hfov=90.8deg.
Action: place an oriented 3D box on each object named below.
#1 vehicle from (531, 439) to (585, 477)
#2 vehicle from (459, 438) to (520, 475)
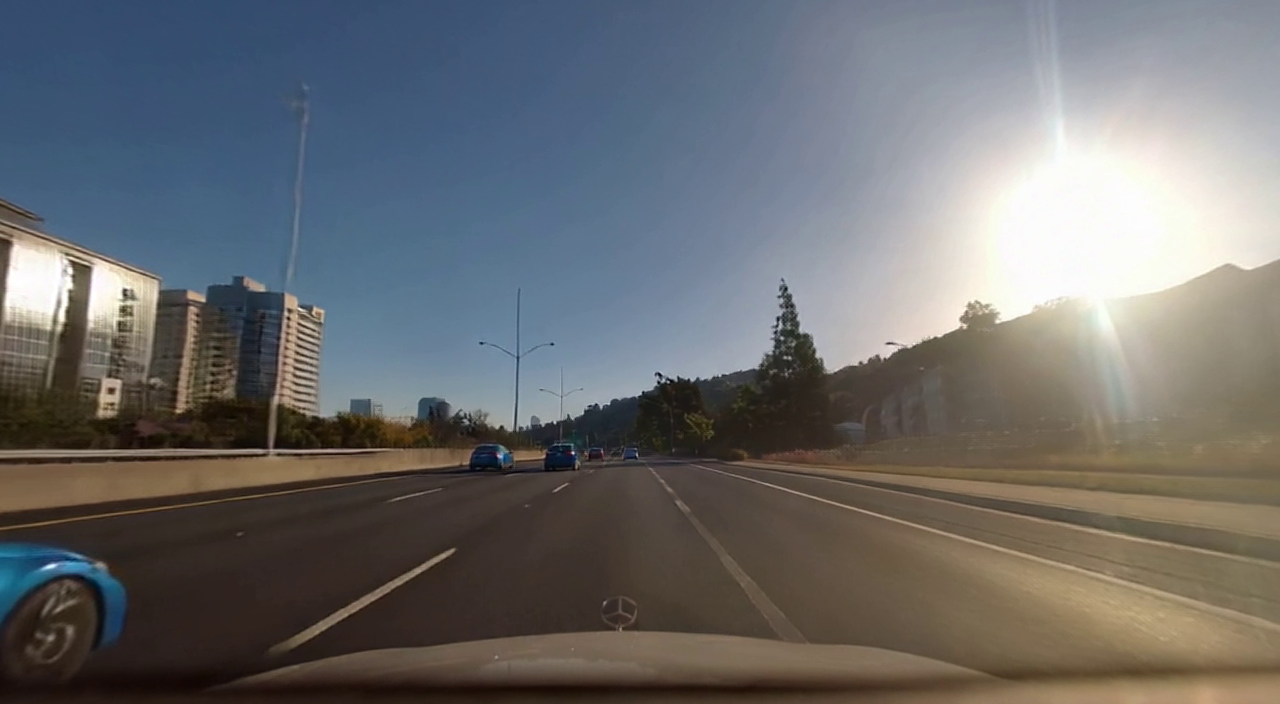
[{"bbox_3d":[-3.978,5.218,31.279,2.075,1.702,4.257,0,-9,1],"label":"vehicle"},{"bbox_3d":[-7.890,5.535,33.635,2.040,1.824,4.917,0,-9,0],"label":"vehicle"}]
